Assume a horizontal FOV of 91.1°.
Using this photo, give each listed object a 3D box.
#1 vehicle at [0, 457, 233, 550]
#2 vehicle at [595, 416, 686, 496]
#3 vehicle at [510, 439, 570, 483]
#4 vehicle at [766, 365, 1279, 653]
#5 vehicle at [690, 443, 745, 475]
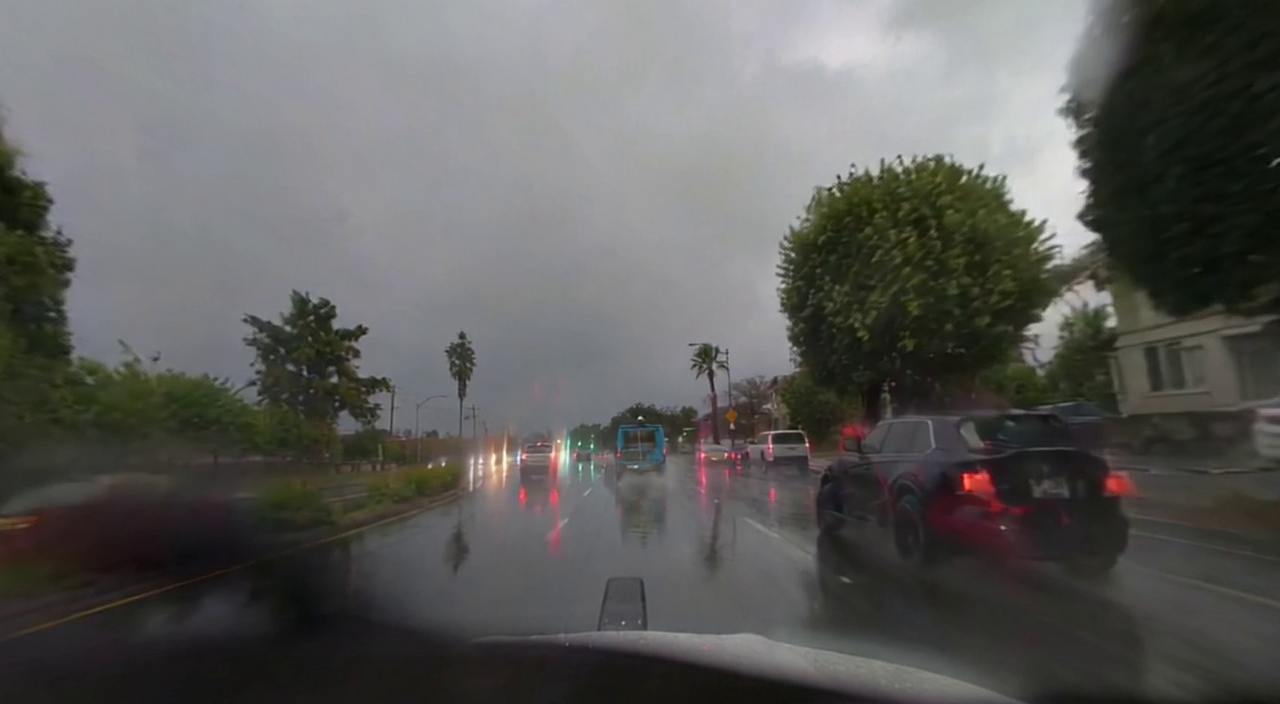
[{"bbox_3d":[-11.739,3.247,14.154,2.068,1.630,4.650,0,-9,-1],"label":"vehicle"},{"bbox_3d":[-0.192,3.330,20.409,2.507,2.161,6.049,0,-9,-4],"label":"vehicle"},{"bbox_3d":[-4.211,4.677,27.168,2.235,1.682,4.662,0,-9,-5],"label":"vehicle"},{"bbox_3d":[3.463,1.464,7.215,2.576,1.815,6.267,0,-9,-1],"label":"vehicle"},{"bbox_3d":[3.669,5.176,30.617,2.178,1.411,4.732,-1,-9,1],"label":"vehicle"}]
